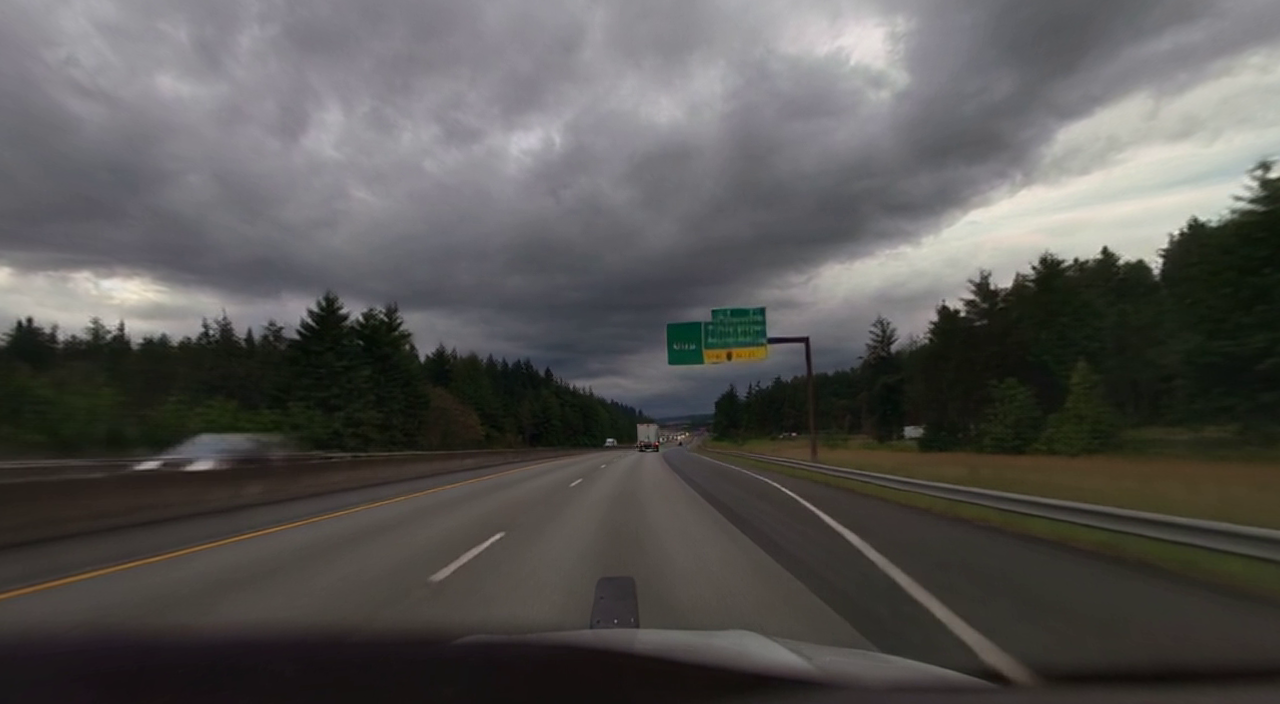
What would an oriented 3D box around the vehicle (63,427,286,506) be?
[{"bbox_3d":[-11.248,2.769,15.791,2.053,1.638,4.747,0,-8,-2],"label":"vehicle"}]
